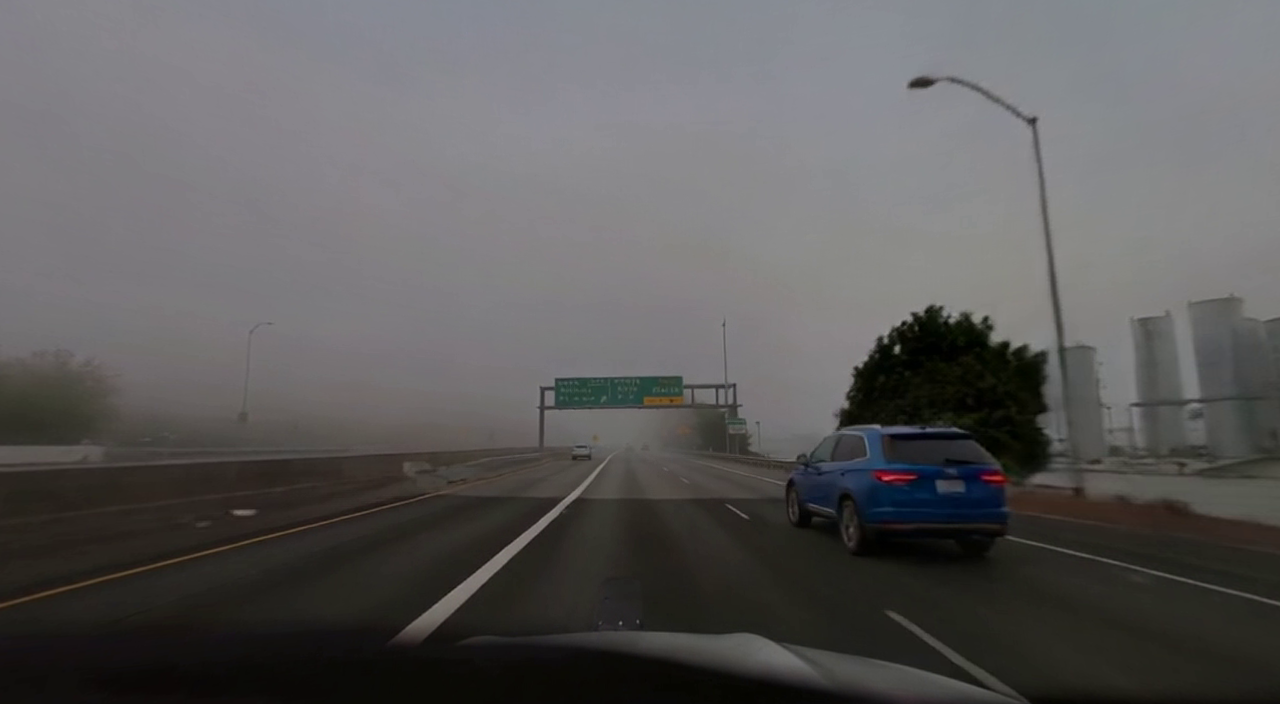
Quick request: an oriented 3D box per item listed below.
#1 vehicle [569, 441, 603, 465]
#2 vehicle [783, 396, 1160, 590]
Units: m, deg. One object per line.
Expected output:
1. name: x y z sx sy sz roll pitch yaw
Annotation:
1. vehicle: -3.755 7.073 44.295 2.012 1.571 4.232 0 -9 0
2. vehicle: 3.661 1.694 8.451 2.296 1.790 5.067 0 -9 0
